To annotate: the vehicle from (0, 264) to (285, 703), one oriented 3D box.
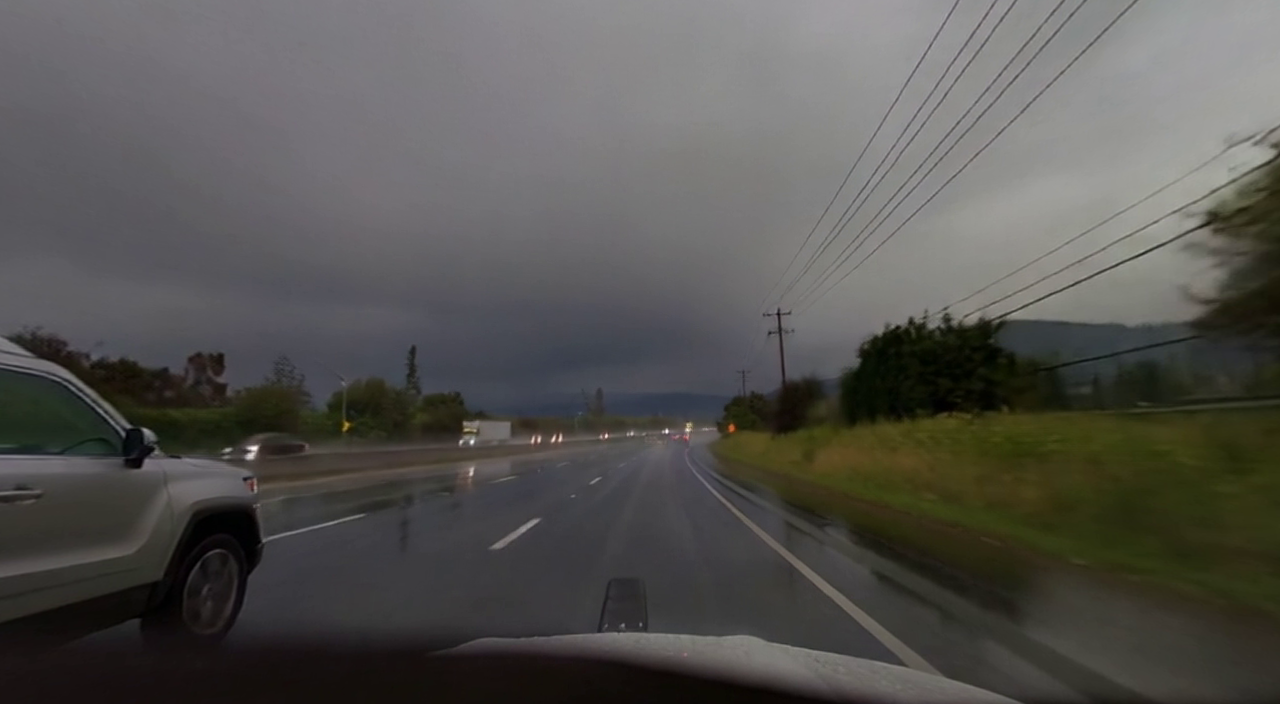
[{"bbox_3d":[-3.484,0.561,1.646,2.136,1.975,5.037,0,-8,0],"label":"vehicle"}]
